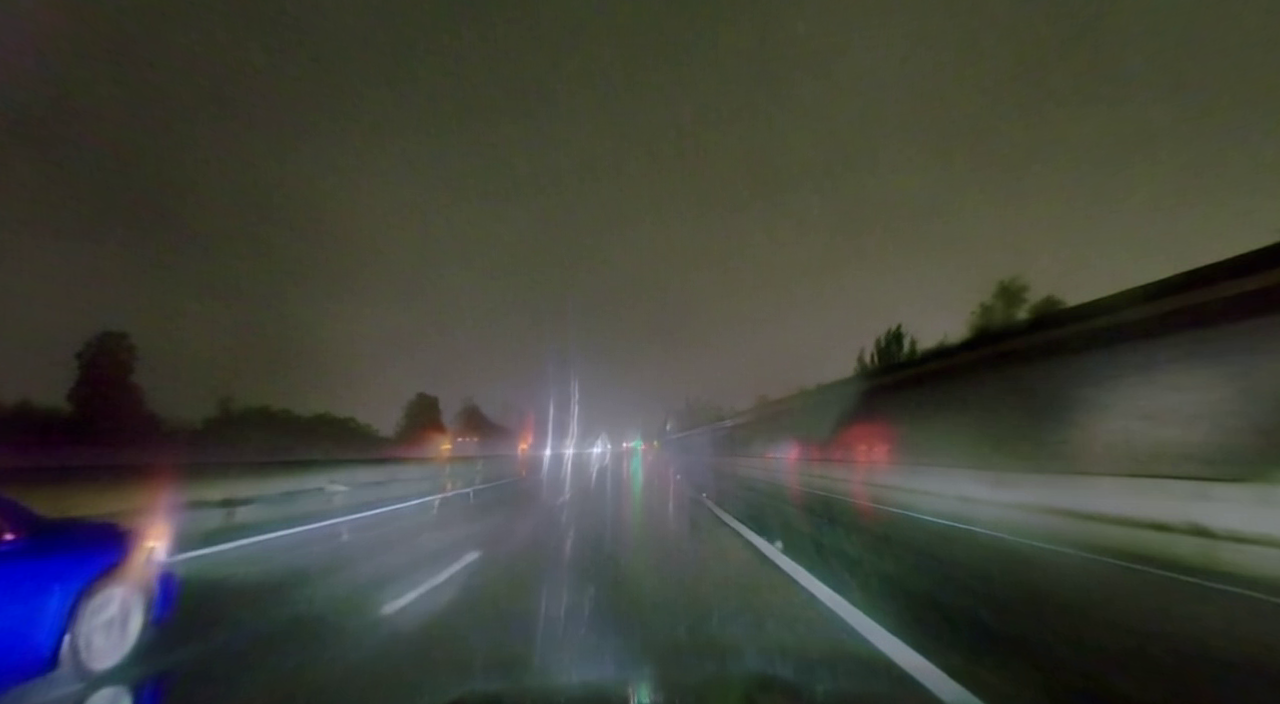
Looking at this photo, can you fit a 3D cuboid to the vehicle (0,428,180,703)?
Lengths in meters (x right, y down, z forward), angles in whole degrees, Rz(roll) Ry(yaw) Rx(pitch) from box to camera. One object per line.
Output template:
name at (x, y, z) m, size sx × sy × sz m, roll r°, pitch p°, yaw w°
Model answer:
vehicle at (-3.902, 0.965, 2.020) m, size 1.935 × 1.479 × 3.787 m, roll 0°, pitch -9°, yaw 1°
